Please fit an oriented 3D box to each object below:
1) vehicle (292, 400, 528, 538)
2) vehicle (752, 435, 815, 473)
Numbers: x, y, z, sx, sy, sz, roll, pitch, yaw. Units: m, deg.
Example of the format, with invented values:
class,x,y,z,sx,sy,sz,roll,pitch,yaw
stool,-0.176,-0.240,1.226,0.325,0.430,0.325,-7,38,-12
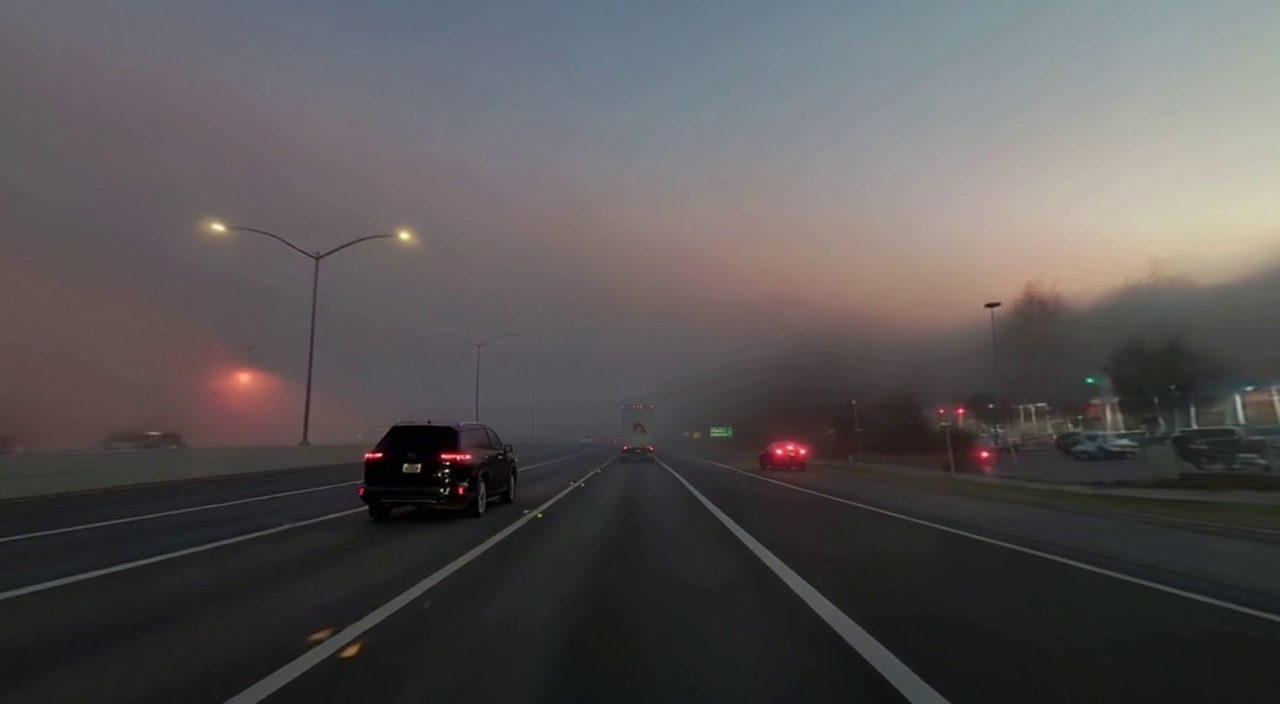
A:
class,x,y,z,sx,sy,sz,roll,pitch,yaw
vehicle,-3.510,1.930,10.895,2.178,1.826,4.933,0,-9,1
vehicle,6.824,4.898,30.325,1.958,1.681,4.109,0,-9,-2
